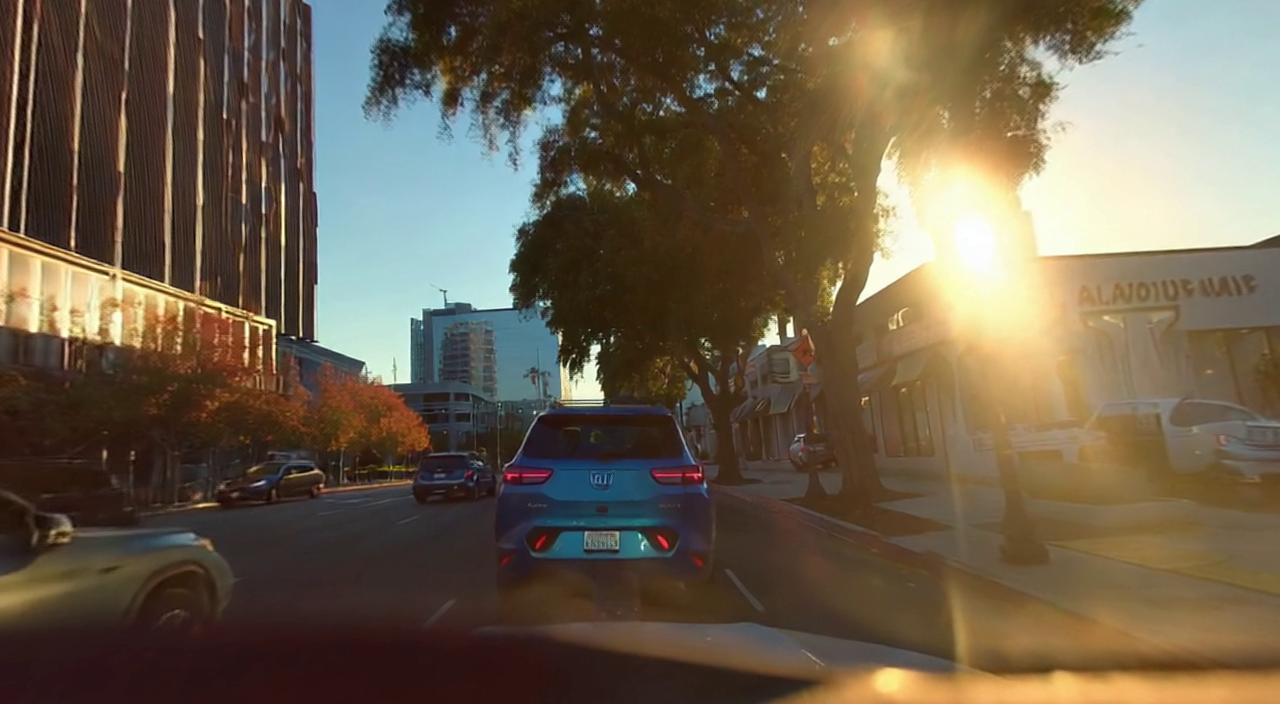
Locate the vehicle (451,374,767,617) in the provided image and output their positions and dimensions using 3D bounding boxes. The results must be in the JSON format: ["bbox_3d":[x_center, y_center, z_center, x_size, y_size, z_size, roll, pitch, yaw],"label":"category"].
[{"bbox_3d":[-0.337,1.464,7.358,2.531,1.930,4.382,0,-8,-3],"label":"vehicle"}]

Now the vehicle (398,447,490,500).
[{"bbox_3d":[-6.024,3.743,19.992,1.876,1.448,4.464,1,-8,-6],"label":"vehicle"}]

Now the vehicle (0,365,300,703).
[{"bbox_3d":[-3.300,0.871,2.149,1.971,1.658,4.428,0,-8,-3],"label":"vehicle"}]

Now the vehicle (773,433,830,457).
[{"bbox_3d":[10.421,5.989,40.662,1.877,1.416,3.965,-8,-12,40],"label":"vehicle"}]
